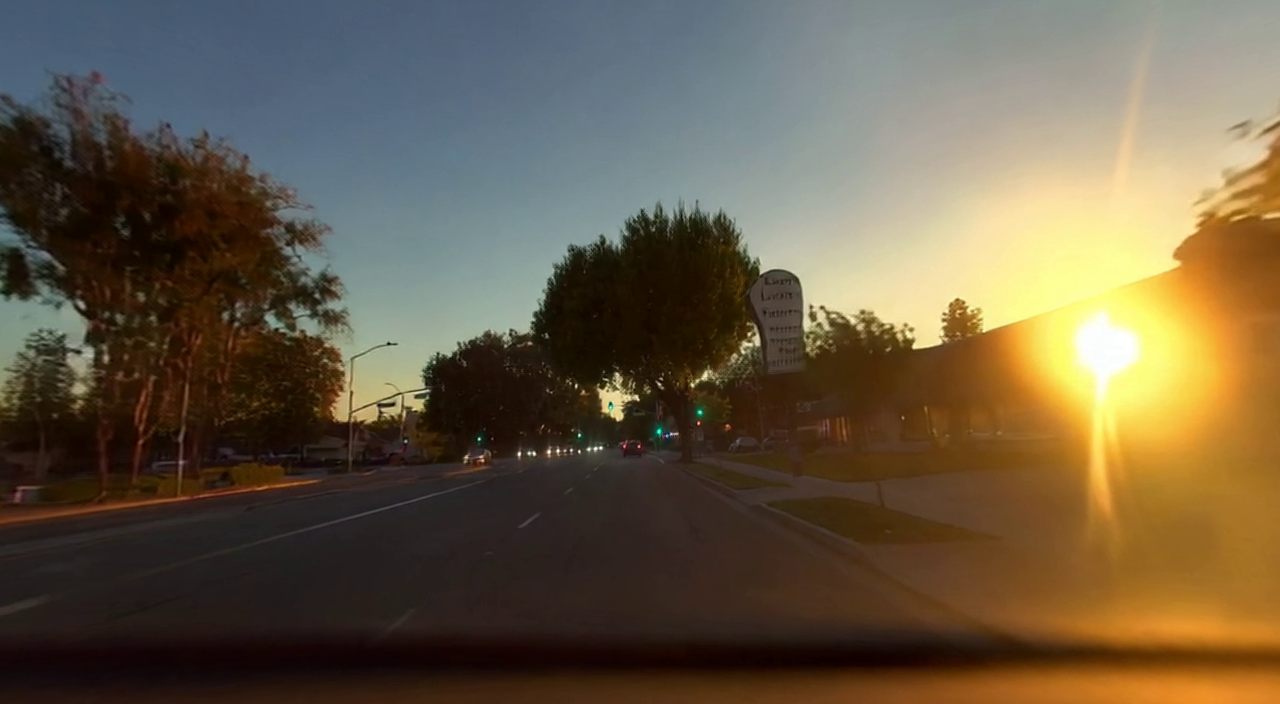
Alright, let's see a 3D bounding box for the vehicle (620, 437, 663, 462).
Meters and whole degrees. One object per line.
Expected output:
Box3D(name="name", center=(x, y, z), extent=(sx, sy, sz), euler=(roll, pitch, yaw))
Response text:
Box3D(name="vehicle", center=(0.152, 6.747, 43.719), extent=(2.191, 1.607, 4.361), euler=(-1, -9, 11))
